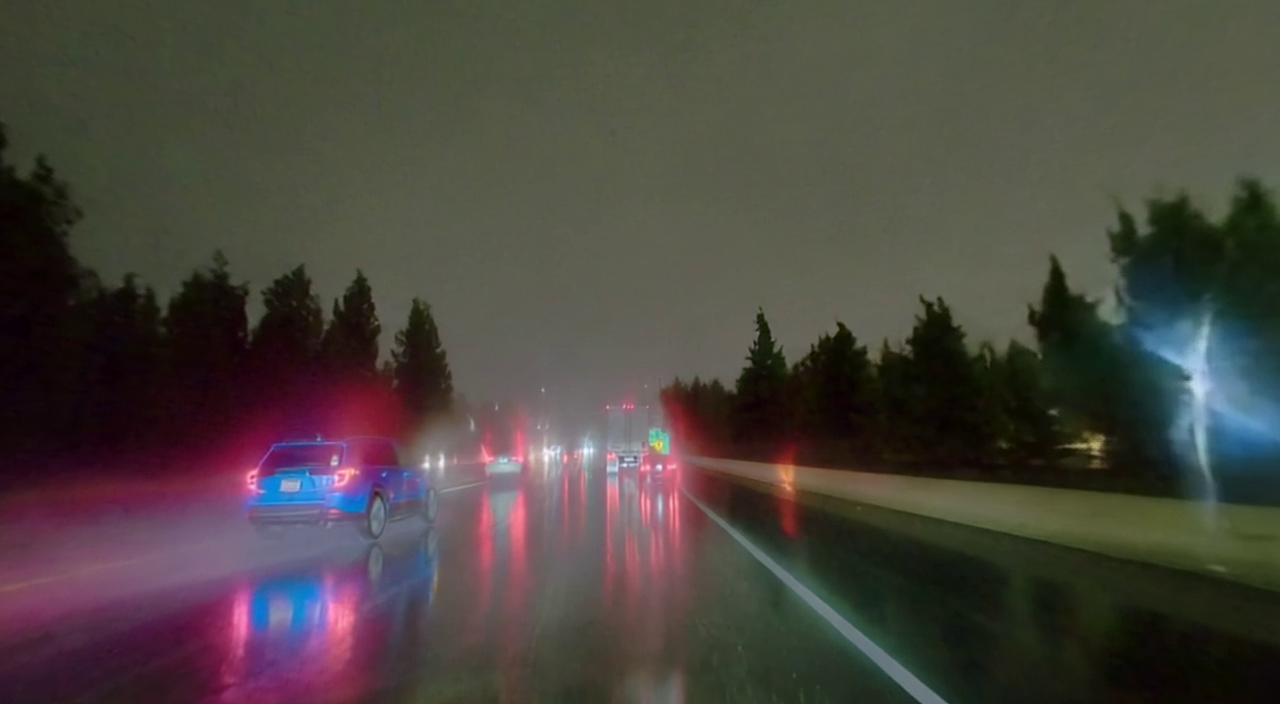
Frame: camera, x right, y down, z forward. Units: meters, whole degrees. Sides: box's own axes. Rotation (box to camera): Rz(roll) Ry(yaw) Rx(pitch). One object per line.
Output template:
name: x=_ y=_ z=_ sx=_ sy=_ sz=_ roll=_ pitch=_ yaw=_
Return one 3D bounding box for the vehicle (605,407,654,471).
vehicle: x=-0.916 y=6.380 z=45.525 sx=3.113 sy=4.066 sz=10.786 roll=0 pitch=-9 yaw=-3

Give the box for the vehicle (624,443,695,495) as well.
vehicle: x=0.525 y=3.748 z=20.474 sx=2.026 sy=1.489 sz=4.045 roll=0 pitch=-9 yaw=-2

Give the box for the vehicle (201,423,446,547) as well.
vehicle: x=-5.021 y=2.157 z=10.775 sx=2.100 sy=1.671 sz=4.105 roll=0 pitch=-9 yaw=-1

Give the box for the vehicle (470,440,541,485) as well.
vehicle: x=-5.368 y=4.467 z=25.549 sx=2.035 sy=1.664 sz=4.064 roll=0 pitch=-9 yaw=-1
